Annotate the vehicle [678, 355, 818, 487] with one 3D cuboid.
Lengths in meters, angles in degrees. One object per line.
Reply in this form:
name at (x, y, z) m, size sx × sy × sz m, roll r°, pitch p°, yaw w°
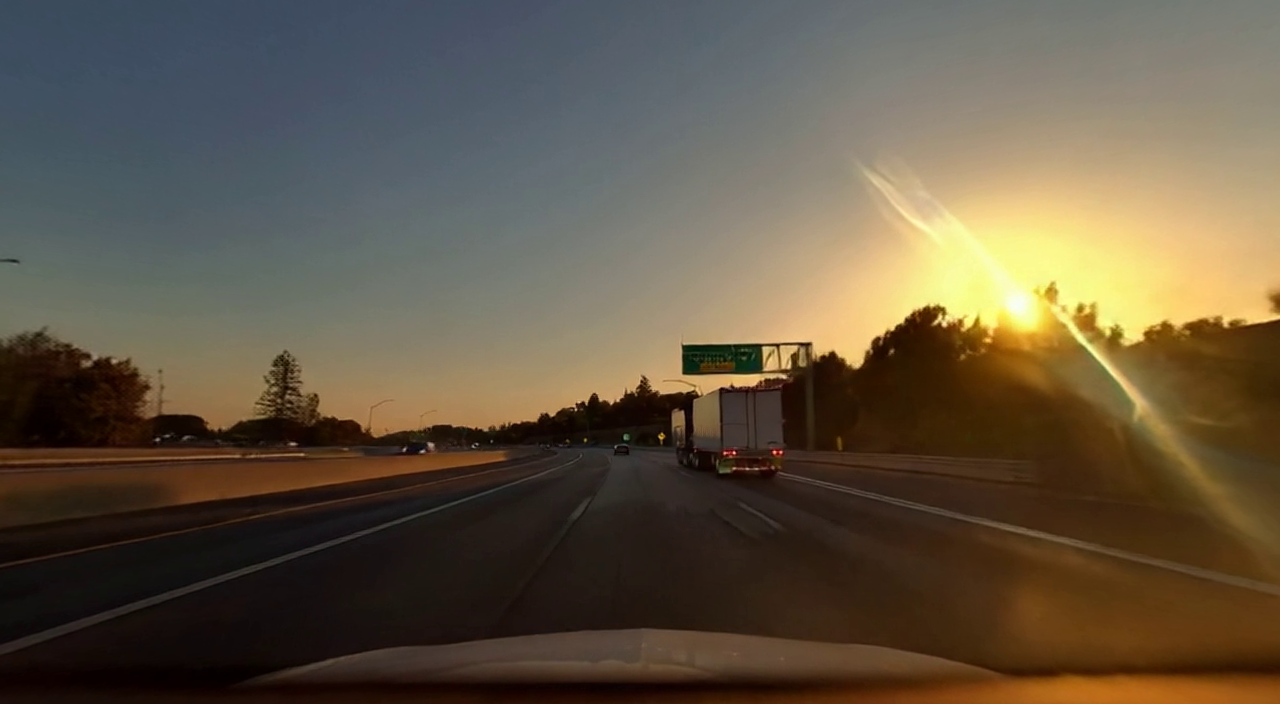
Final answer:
vehicle at (3.970, 3.501, 29.236) m, size 2.932 × 4.205 × 18.253 m, roll 0°, pitch -8°, yaw -1°
